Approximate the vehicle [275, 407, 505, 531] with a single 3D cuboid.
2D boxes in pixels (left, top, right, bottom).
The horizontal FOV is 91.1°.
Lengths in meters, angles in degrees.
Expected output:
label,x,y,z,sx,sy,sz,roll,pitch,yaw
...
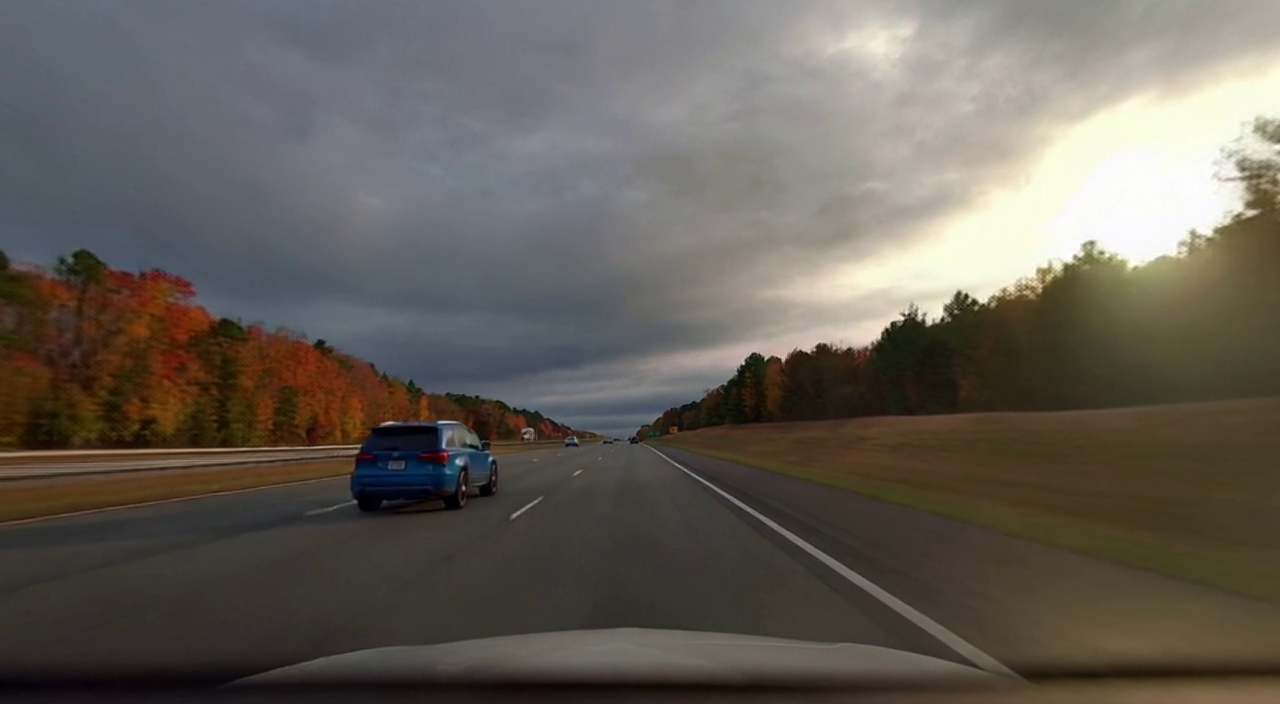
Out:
label,x,y,z,sx,sy,sz,roll,pitch,yaw
vehicle,-3.891,1.895,10.861,2.057,1.666,4.552,0,-8,0
